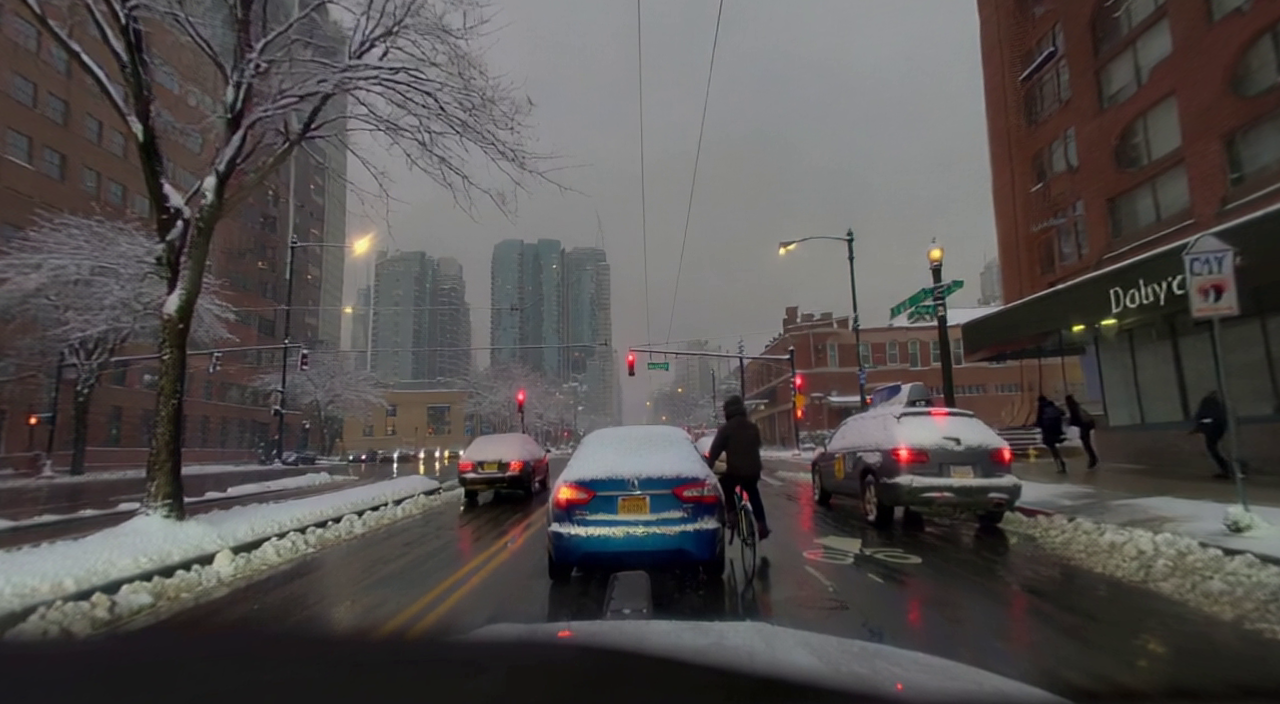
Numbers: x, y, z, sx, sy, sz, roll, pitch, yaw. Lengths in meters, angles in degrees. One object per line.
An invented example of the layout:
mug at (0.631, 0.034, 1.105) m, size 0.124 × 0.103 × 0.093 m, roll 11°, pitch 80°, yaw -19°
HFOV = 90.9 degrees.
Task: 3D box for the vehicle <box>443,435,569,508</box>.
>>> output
vehicle at (-2.967, 2.762, 15.034) m, size 2.039 × 1.452 × 4.489 m, roll 0°, pitch -9°, yaw 0°

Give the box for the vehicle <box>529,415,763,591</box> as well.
vehicle at (0.038, 1.655, 7.722) m, size 2.091 × 1.557 × 4.000 m, roll 0°, pitch -9°, yaw 0°

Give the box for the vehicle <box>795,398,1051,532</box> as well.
vehicle at (4.505, 1.910, 11.141) m, size 2.142 × 1.829 × 4.767 m, roll 0°, pitch -9°, yaw -2°
